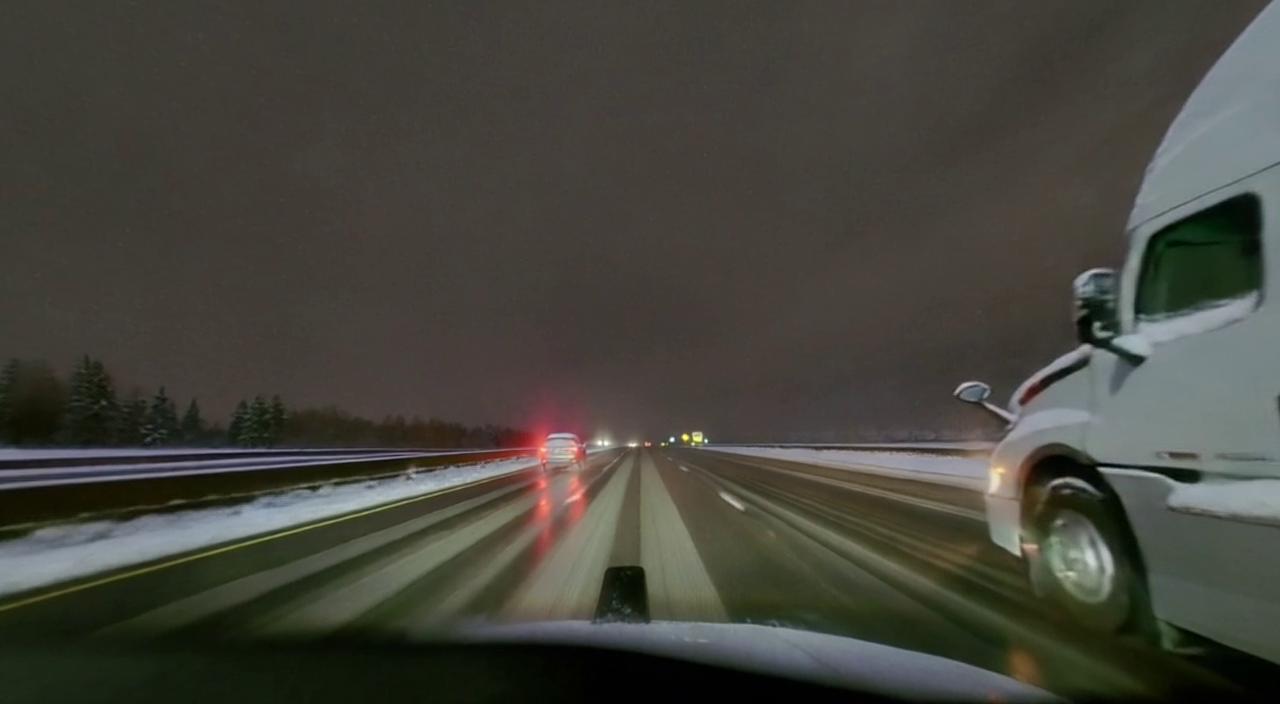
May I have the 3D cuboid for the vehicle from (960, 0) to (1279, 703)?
[{"bbox_3d":[3.933,-0.561,1.630,3.037,4.014,6.276,1,-7,2],"label":"vehicle"}]

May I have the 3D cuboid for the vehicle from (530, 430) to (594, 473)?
[{"bbox_3d":[-3.274,4.316,27.497,2.189,1.707,4.692,0,-8,0],"label":"vehicle"}]
